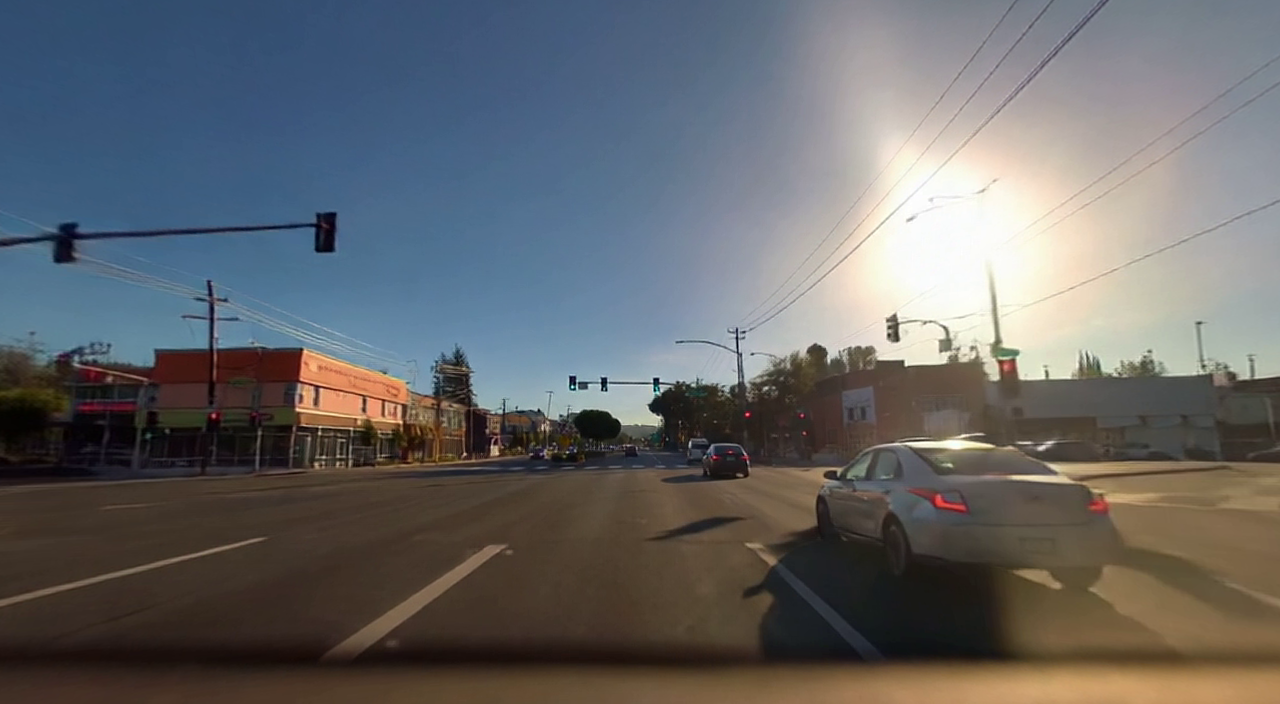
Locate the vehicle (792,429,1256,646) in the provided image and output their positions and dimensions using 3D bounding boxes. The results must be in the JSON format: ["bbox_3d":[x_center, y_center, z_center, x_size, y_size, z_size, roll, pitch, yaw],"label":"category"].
[{"bbox_3d":[3.161,1.595,6.576,2.004,1.455,4.417,0,-9,-1],"label":"vehicle"}]

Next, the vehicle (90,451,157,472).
[{"bbox_3d":[-40.257,8.530,49.357,1.786,1.479,4.347,0,-9,-5],"label":"vehicle"}]

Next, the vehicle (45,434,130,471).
[{"bbox_3d":[-43.399,7.846,49.840,2.443,2.739,5.239,2,-8,-9],"label":"vehicle"}]

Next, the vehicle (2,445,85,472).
[{"bbox_3d":[-46.094,8.227,48.971,2.173,1.845,4.935,2,-8,-10],"label":"vehicle"}]

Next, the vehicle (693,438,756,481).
[{"bbox_3d":[3.616,4.699,27.887,2.128,1.699,4.222,0,-8,-1],"label":"vehicle"}]
